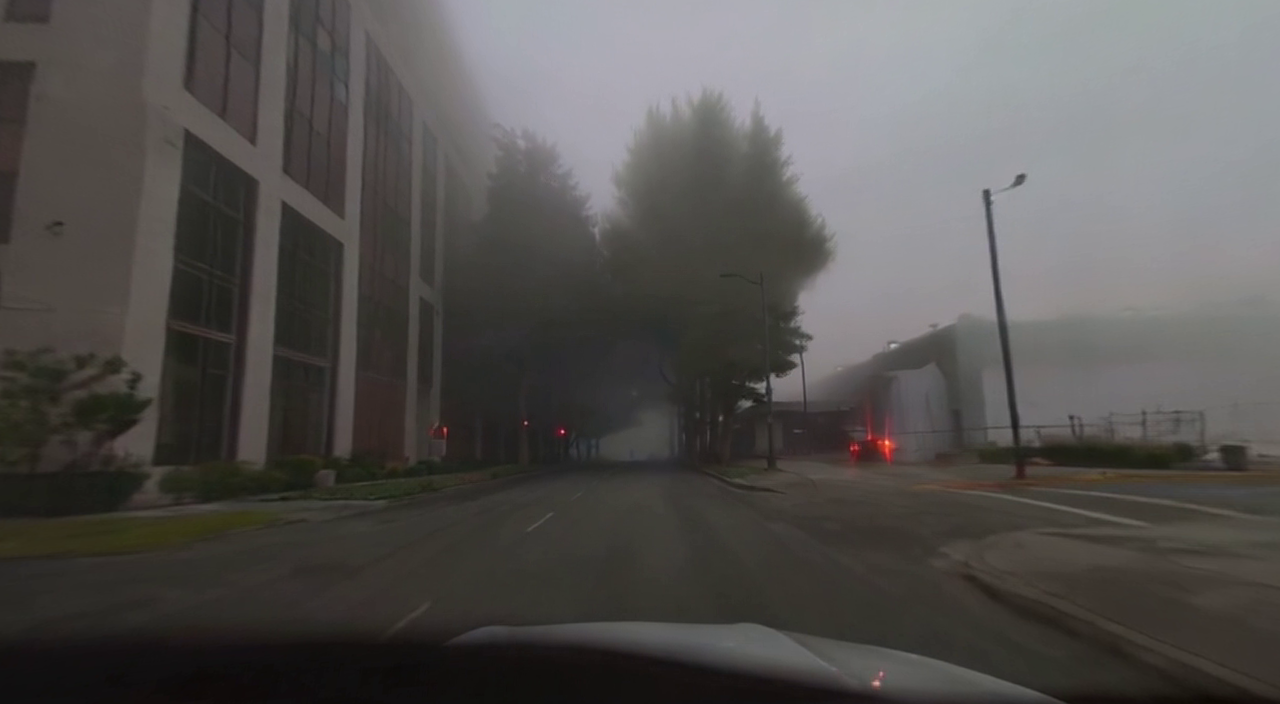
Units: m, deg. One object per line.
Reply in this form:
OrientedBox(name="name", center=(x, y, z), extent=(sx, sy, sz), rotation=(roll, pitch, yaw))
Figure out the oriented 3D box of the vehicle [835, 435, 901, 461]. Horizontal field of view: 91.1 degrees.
OrientedBox(name="vehicle", center=(15.043, 6.338, 41.603), extent=(3.627, 1.567, 1.774), rotation=(-2, -8, 2))
